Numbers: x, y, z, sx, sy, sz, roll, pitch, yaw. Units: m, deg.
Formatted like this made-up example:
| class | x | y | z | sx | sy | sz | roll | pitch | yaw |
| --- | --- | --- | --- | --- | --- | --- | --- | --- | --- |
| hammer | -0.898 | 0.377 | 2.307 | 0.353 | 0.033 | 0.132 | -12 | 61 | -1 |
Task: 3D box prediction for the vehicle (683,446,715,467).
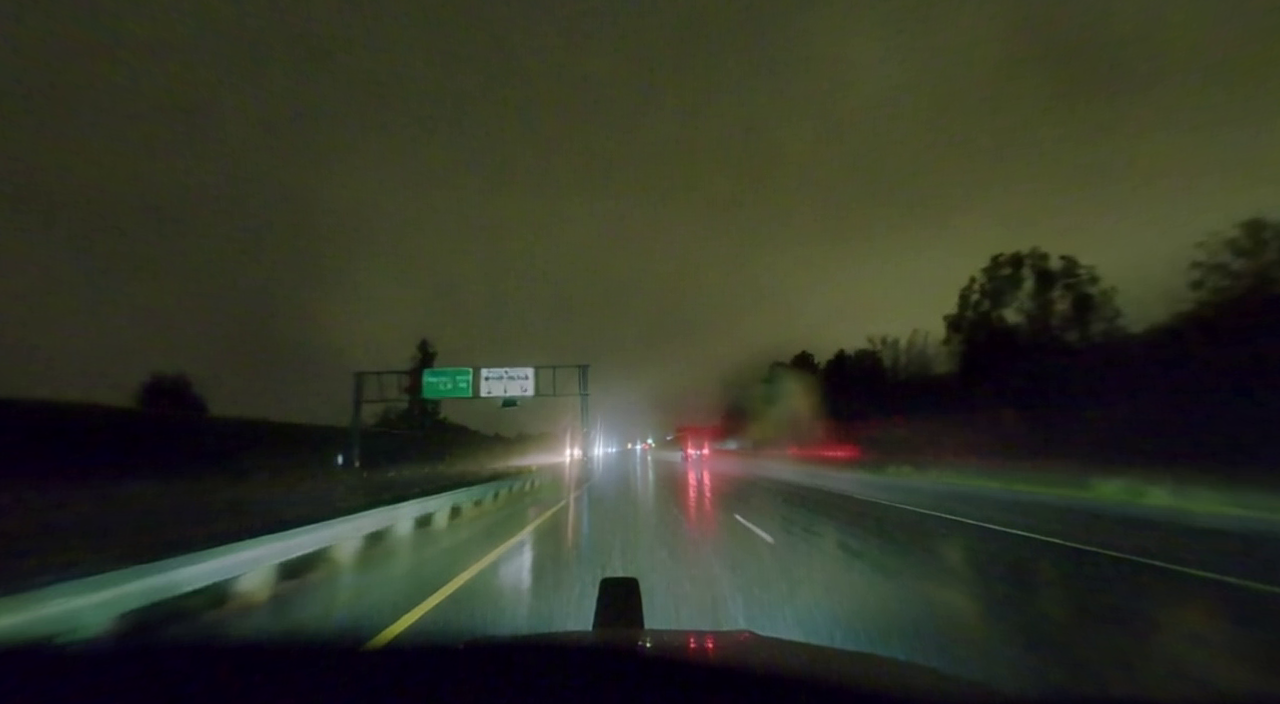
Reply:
| class | x | y | z | sx | sy | sz | roll | pitch | yaw |
| --- | --- | --- | --- | --- | --- | --- | --- | --- | --- |
| vehicle | 4.178 | 7.461 | 45.118 | 1.923 | 1.408 | 3.835 | 0 | -9 | -1 |
